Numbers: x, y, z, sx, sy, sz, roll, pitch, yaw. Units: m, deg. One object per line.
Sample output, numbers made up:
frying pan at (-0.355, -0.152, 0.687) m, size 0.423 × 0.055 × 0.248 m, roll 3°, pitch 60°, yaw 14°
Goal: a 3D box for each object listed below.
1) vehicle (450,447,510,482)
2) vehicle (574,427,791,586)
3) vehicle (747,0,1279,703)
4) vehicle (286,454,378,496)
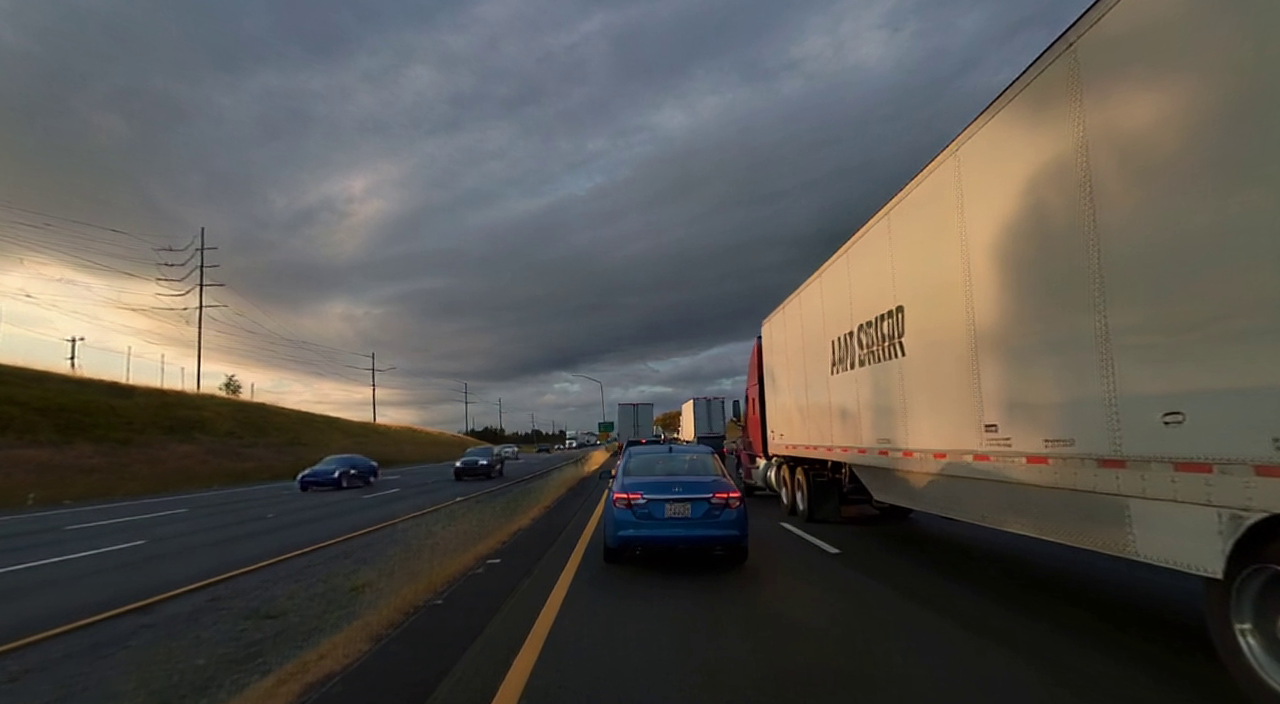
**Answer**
vehicle at (-8.139, 5.725, 32.404) m, size 1.991 × 1.629 × 4.259 m, roll -1°, pitch -8°, yaw 0°
vehicle at (0.329, 1.712, 7.796) m, size 2.045 × 1.446 × 3.597 m, roll 0°, pitch -8°, yaw -2°
vehicle at (4.146, 0.248, 6.627) m, size 3.138 × 4.065 × 14.276 m, roll 0°, pitch -8°, yaw -1°
vehicle at (-12.238, 4.887, 25.295) m, size 1.795 × 1.441 × 3.759 m, roll -1°, pitch -8°, yaw 0°
